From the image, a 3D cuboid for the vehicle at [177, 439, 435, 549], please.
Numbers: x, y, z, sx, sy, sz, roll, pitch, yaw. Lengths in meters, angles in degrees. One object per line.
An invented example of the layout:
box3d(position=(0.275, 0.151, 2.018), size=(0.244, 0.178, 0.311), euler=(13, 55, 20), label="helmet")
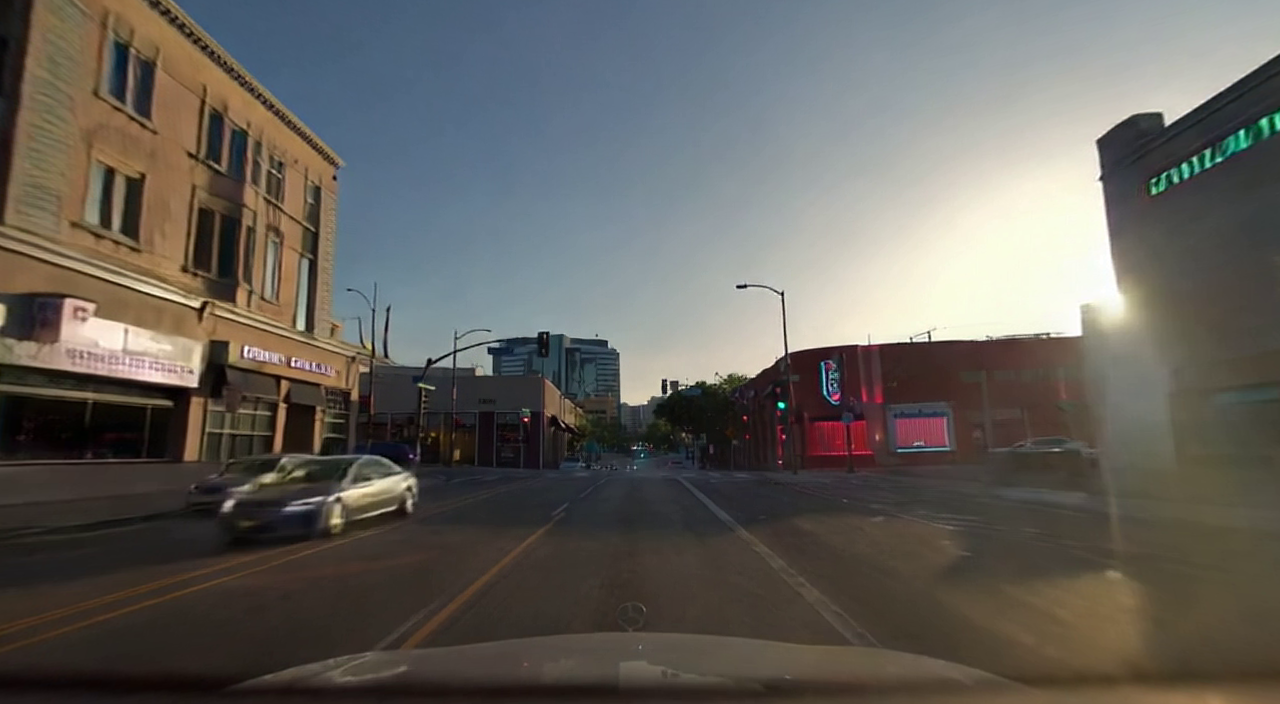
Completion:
box3d(position=(-5.333, 2.294, 10.964), size=(1.984, 1.489, 4.515), euler=(0, -9, 0), label="vehicle")
